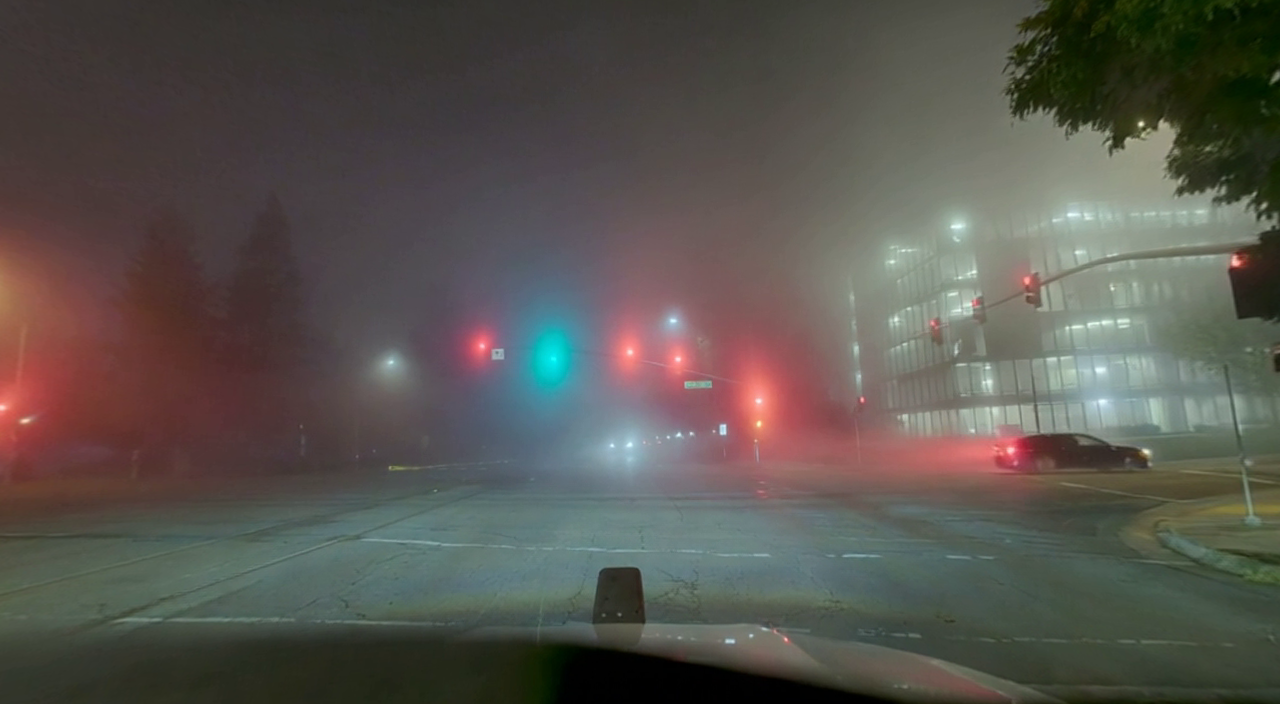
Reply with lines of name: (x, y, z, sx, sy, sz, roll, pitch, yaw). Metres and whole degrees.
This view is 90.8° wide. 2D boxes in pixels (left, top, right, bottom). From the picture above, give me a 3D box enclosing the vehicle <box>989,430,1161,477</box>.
vehicle: (17.598, 4.125, 25.806, 5.357, 1.814, 2.141, -1, -8, 2)
